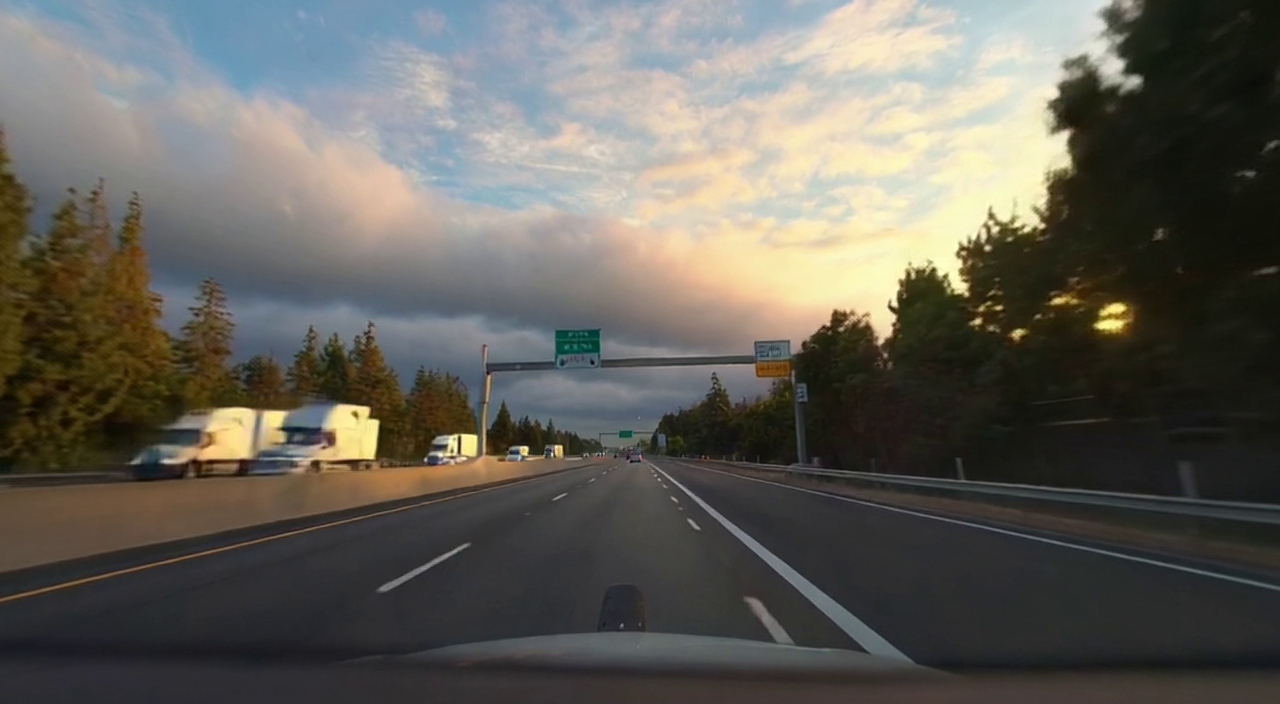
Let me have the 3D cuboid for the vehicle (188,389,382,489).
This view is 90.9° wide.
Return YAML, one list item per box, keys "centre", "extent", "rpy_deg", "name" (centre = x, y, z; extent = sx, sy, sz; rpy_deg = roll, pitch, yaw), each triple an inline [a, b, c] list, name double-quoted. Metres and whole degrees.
- centre: [-15.548, 4.119, 29.097]
  extent: [2.838, 3.762, 10.694]
  rpy_deg: [0, -9, -1]
  name: "vehicle"
